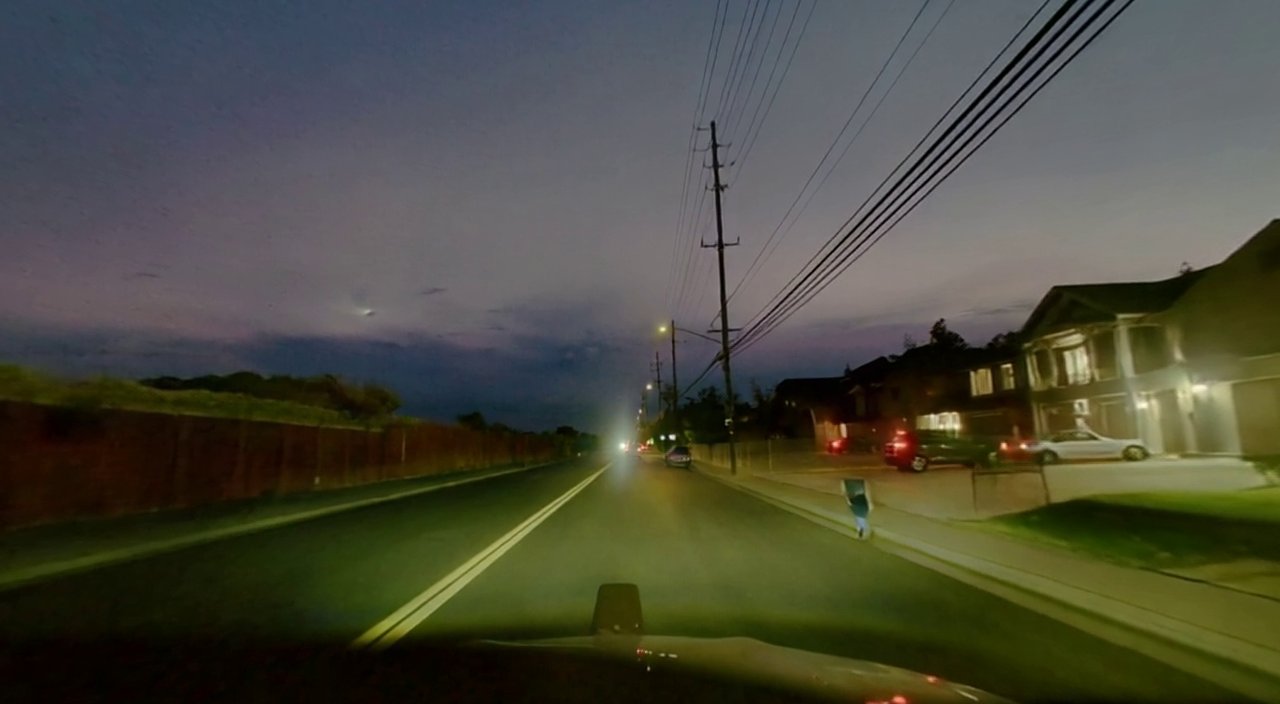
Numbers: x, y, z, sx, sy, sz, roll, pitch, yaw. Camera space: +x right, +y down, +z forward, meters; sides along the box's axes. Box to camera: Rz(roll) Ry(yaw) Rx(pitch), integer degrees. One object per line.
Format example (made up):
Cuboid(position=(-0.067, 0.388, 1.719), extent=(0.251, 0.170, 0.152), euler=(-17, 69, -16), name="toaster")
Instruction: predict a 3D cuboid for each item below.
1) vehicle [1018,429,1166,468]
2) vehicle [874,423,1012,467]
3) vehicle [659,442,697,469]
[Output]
Cuboid(position=(18.788, 4.032, 26.464), extent=(4.558, 1.554, 1.990), euler=(-1, -9, 4), name="vehicle")
Cuboid(position=(12.596, 3.905, 26.553), extent=(4.701, 1.745, 2.083), euler=(-1, -9, 2), name="vehicle")
Cuboid(position=(2.521, 6.996, 43.045), extent=(2.108, 1.710, 4.499), euler=(0, -9, -2), name="vehicle")
